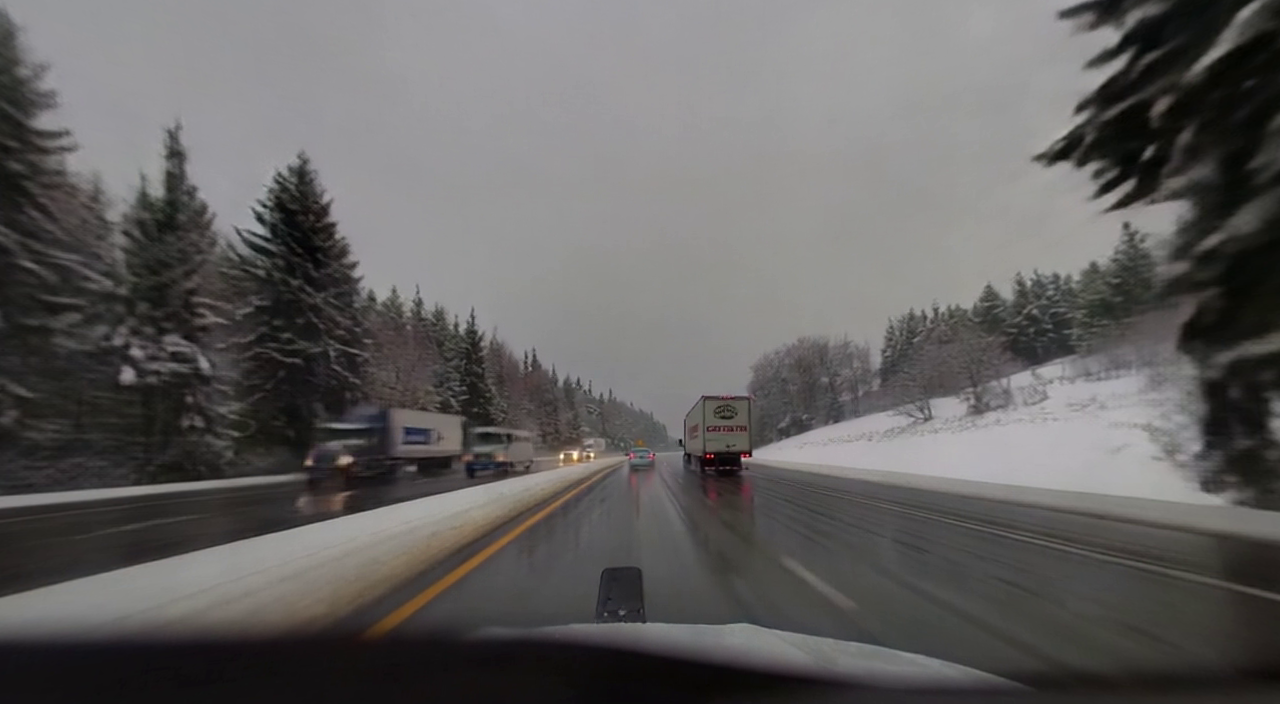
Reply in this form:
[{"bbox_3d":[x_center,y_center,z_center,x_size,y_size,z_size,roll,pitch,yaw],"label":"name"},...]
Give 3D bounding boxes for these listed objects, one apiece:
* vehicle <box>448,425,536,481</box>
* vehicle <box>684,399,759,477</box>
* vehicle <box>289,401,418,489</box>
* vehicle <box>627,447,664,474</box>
[{"bbox_3d":[-8.225,5.779,36.123,3.033,2.814,7.504,0,-9,1],"label":"vehicle"},{"bbox_3d":[4.803,5.621,40.336,2.909,4.074,14.457,0,-9,0],"label":"vehicle"},{"bbox_3d":[-12.911,4.297,29.112,3.001,3.604,5.968,0,-9,1],"label":"vehicle"},{"bbox_3d":[0.351,6.344,37.134,2.074,1.475,3.960,0,-9,1],"label":"vehicle"}]
